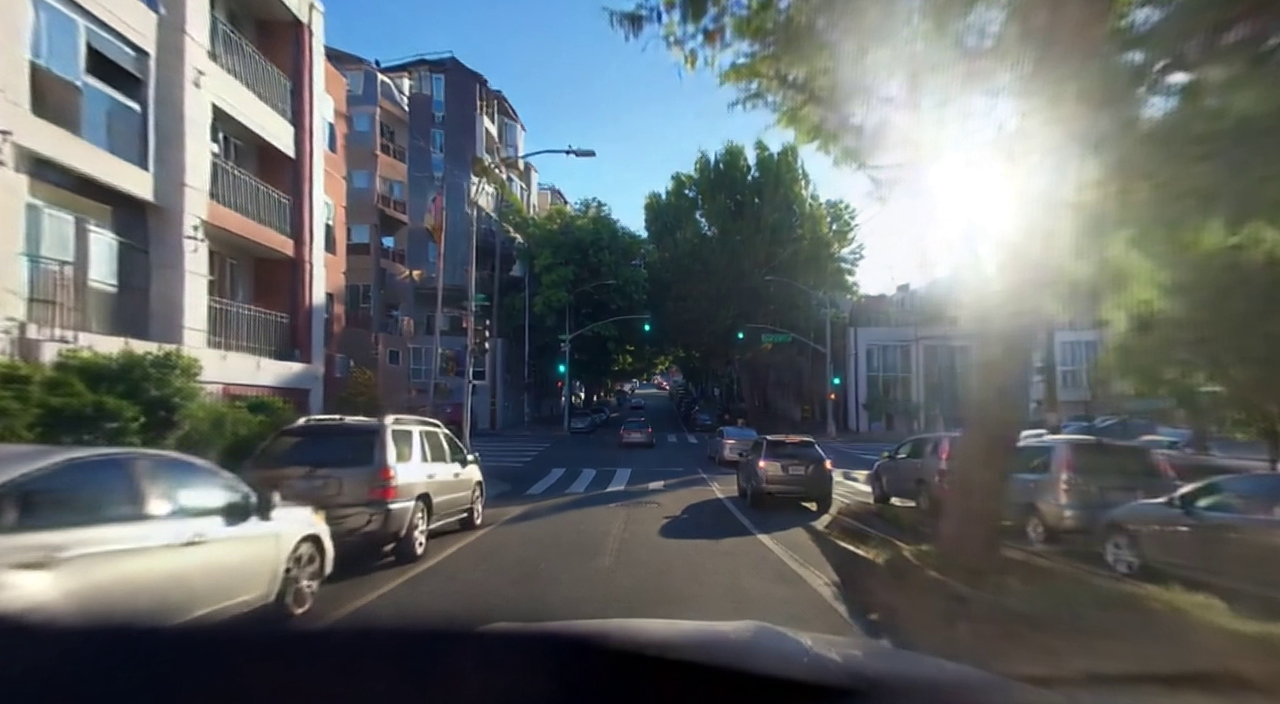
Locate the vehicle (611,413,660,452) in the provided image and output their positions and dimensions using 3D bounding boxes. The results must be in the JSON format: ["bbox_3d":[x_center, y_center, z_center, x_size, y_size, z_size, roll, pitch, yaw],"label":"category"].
[{"bbox_3d":[-0.149,3.364,26.791,1.923,1.460,3.923,0,-4,1],"label":"vehicle"}]

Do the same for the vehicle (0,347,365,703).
[{"bbox_3d":[-3.496,1.005,3.548,1.922,1.704,4.398,0,-8,-1],"label":"vehicle"}]

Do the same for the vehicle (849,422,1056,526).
[{"bbox_3d":[6.098,2.419,13.070,1.999,1.752,4.502,0,-8,1],"label":"vehicle"}]

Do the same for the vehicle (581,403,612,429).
[{"bbox_3d":[-2.828,4.267,41.485,1.878,1.521,3.697,0,-8,-1],"label":"vehicle"}]

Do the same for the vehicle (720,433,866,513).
[{"bbox_3d":[3.100,2.575,13.945,2.055,1.450,4.676,0,-8,0],"label":"vehicle"}]

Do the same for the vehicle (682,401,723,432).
[{"bbox_3d":[3.740,3.980,38.407,2.093,1.655,4.327,0,-8,1],"label":"vehicle"}]

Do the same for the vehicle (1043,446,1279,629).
[{"bbox_3d":[6.112,1.588,5.735,1.962,1.438,4.440,0,-8,0],"label":"vehicle"}]
